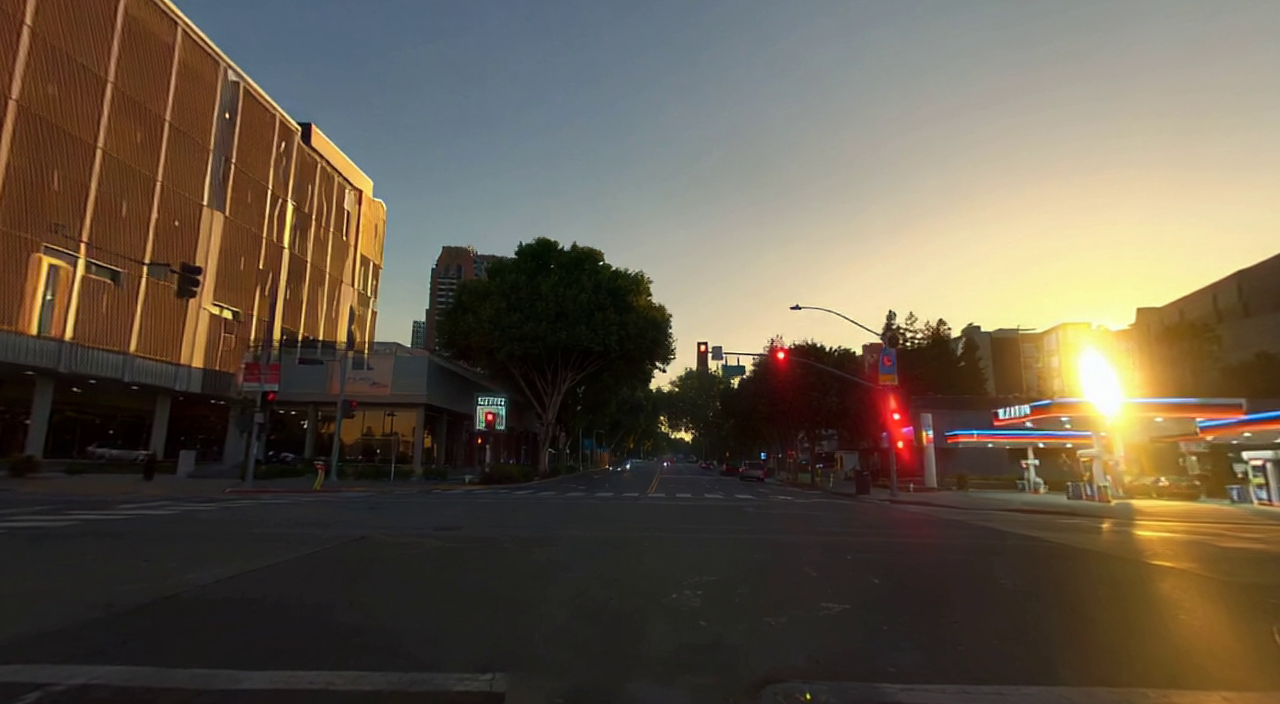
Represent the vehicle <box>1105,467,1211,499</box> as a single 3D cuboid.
[{"bbox_3d":[28.014,7.069,34.308,1.897,1.466,4.211,1,-8,-6],"label":"vehicle"}]
